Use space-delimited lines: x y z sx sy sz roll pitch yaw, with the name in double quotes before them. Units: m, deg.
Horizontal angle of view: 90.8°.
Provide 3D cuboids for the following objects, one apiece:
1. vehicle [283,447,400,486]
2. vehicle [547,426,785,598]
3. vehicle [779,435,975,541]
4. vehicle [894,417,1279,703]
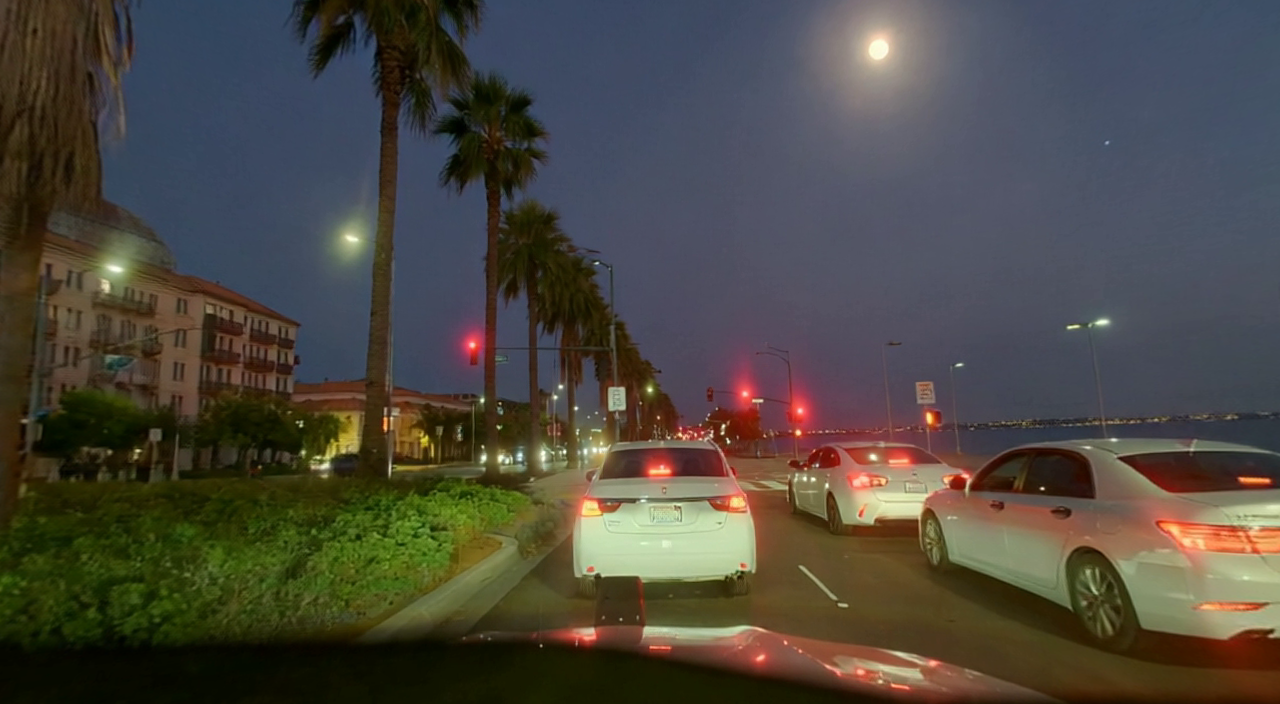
"vehicle" -13.472 5.143 28.853 2.022 1.604 4.495 -4 -9 24
"vehicle" 0.255 1.703 7.497 2.093 1.503 3.681 0 -9 1
"vehicle" 3.885 2.287 11.308 1.920 1.490 4.417 -1 -9 2
"vehicle" 3.911 1.364 5.084 1.913 1.469 4.425 0 -9 0
